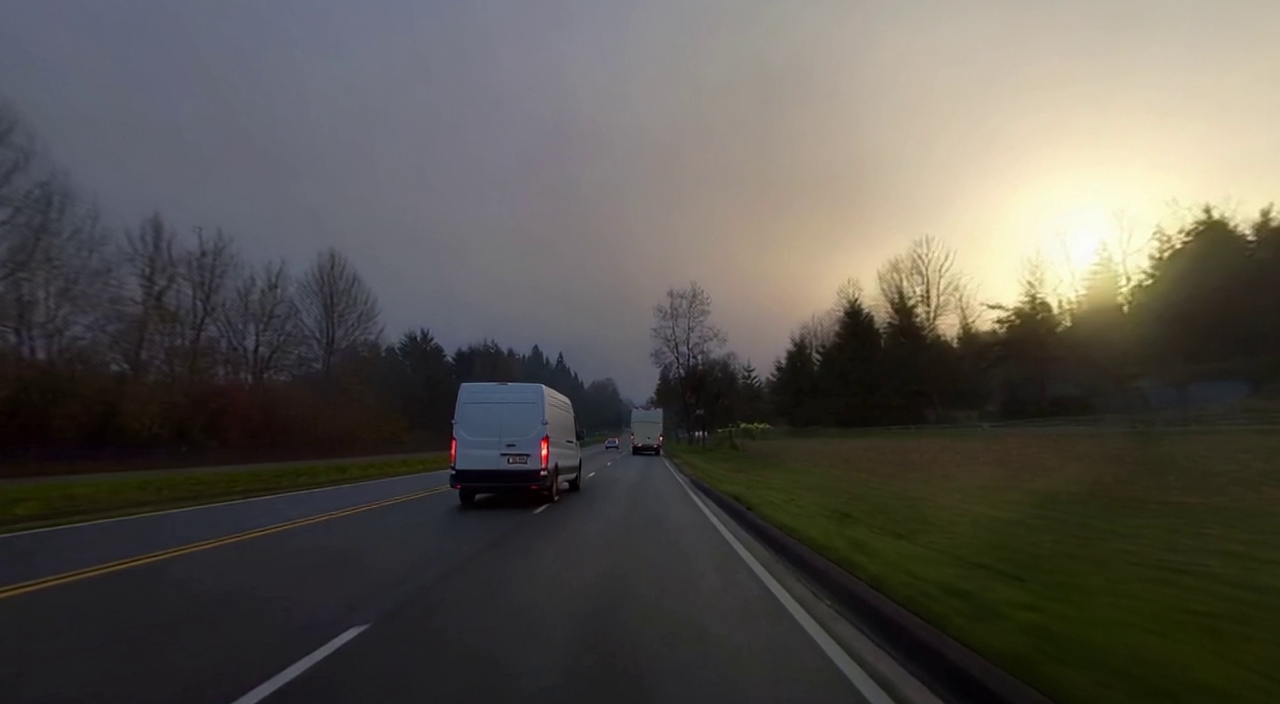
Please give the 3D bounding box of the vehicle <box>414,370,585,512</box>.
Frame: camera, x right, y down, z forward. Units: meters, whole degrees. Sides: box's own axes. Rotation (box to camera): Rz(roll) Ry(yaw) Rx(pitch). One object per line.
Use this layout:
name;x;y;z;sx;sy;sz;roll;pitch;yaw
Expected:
vehicle;-2.880;2.080;14.816;2.497;2.628;6.016;0;-8;1
